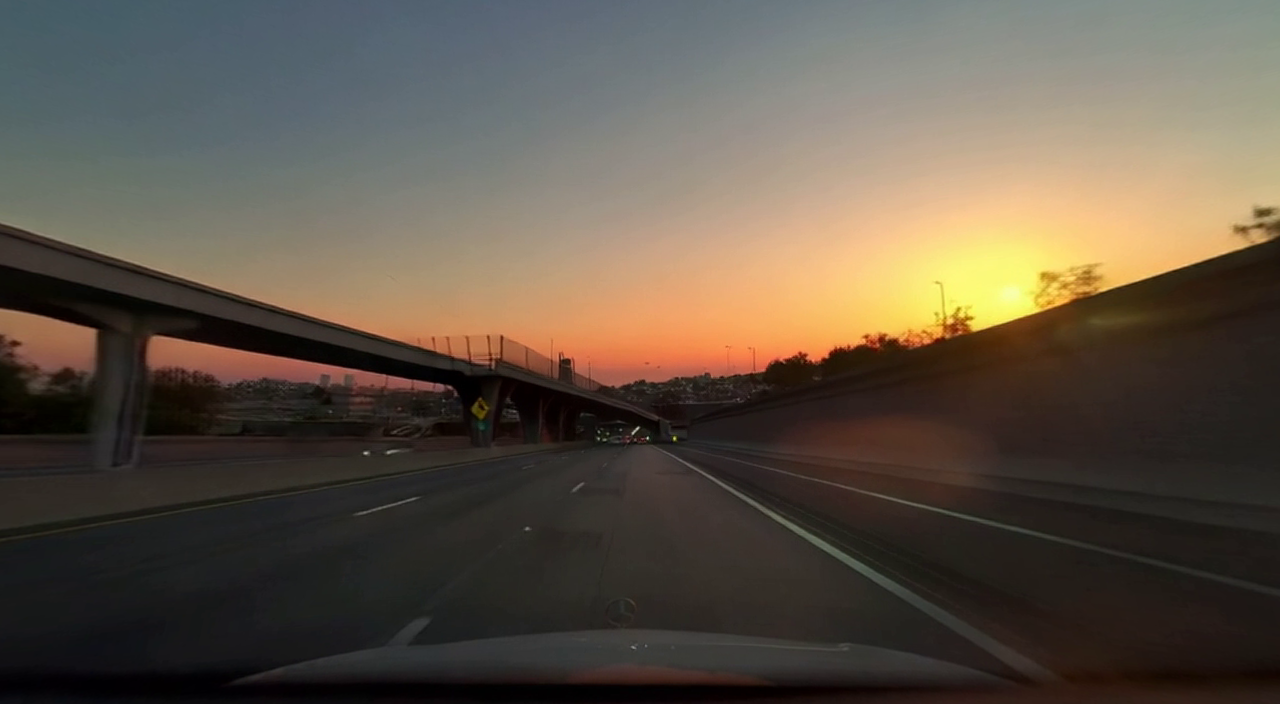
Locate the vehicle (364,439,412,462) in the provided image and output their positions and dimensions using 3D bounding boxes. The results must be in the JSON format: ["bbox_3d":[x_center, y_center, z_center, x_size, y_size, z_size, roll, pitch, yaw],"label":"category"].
[{"bbox_3d":[-19.431,7.594,48.773,1.891,1.607,4.384,0,-8,0],"label":"vehicle"}]
